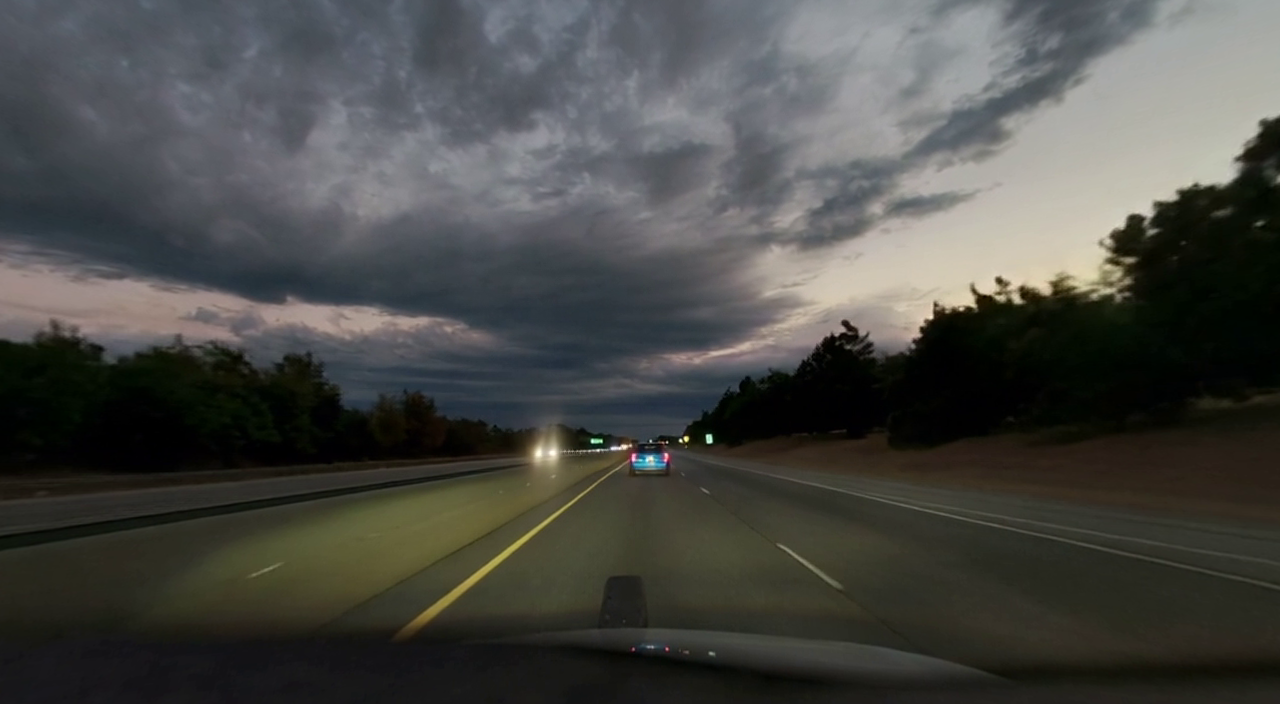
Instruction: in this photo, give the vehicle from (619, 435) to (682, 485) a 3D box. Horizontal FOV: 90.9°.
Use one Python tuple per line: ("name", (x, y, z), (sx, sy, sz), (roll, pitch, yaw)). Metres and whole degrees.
("vehicle", (0.379, 4.141, 24.395), (2.190, 1.706, 4.062), (-1, -9, 0))
